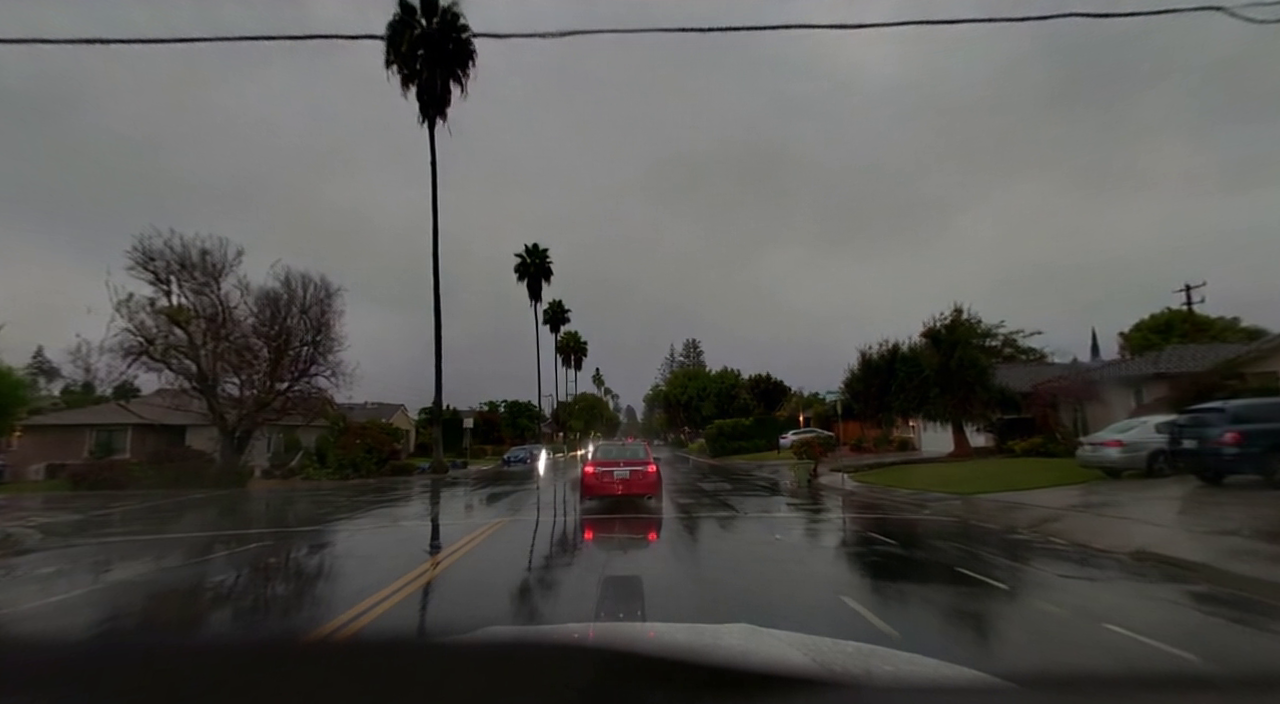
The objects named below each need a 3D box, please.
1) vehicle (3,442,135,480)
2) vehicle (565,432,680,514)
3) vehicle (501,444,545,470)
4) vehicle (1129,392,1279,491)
[{"bbox_3d":[-29.372,5.596,32.737,1.918,1.821,4.769,-1,-9,10],"label":"vehicle"},{"bbox_3d":[-0.364,2.543,13.729,2.098,1.483,4.099,0,-9,-1],"label":"vehicle"},{"bbox_3d":[-8.042,7.201,43.658,2.069,1.441,4.368,-3,-7,1],"label":"vehicle"},{"bbox_3d":[13.759,1.888,13.372,4.913,1.930,2.020,-1,-9,5],"label":"vehicle"}]
